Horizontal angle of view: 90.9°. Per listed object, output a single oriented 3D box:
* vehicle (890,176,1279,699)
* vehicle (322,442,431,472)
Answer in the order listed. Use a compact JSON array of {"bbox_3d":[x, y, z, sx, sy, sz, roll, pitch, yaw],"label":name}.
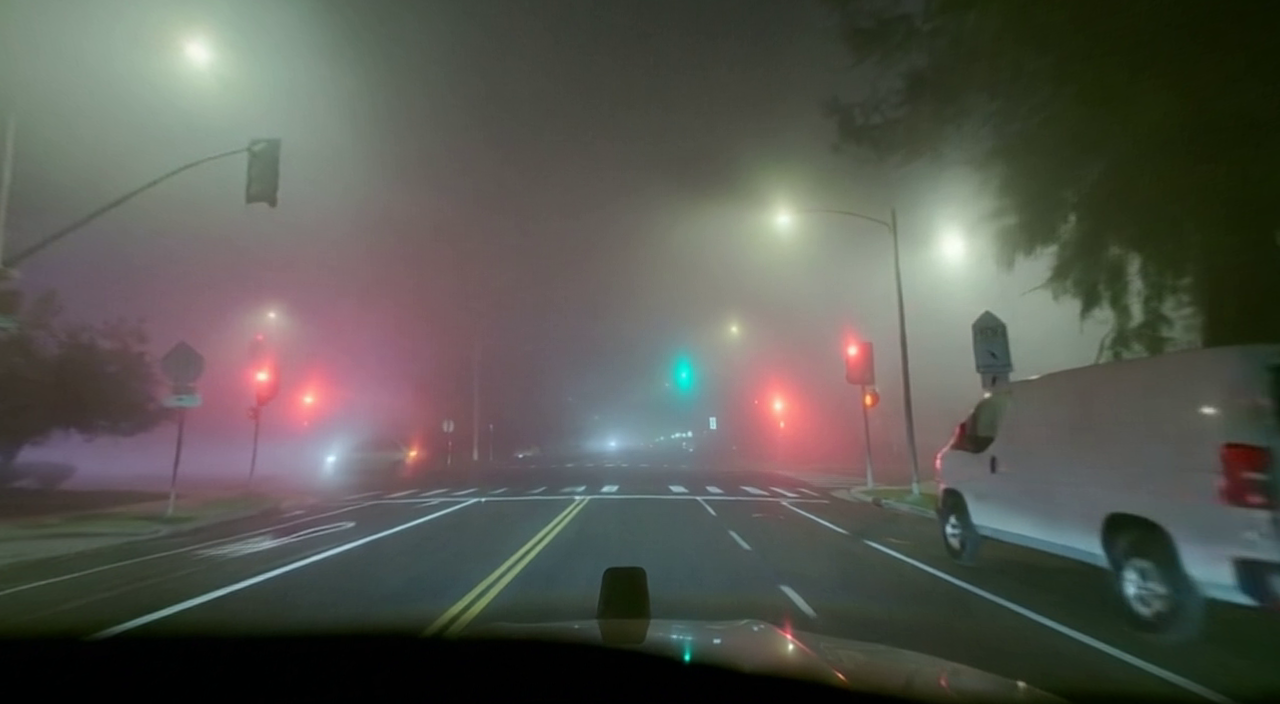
[{"bbox_3d":[4.549,0.771,5.702,2.398,2.806,4.857,0,-8,-1],"label":"vehicle"},{"bbox_3d":[-13.236,5.280,31.852,4.606,1.452,1.917,0,-8,1],"label":"vehicle"}]
